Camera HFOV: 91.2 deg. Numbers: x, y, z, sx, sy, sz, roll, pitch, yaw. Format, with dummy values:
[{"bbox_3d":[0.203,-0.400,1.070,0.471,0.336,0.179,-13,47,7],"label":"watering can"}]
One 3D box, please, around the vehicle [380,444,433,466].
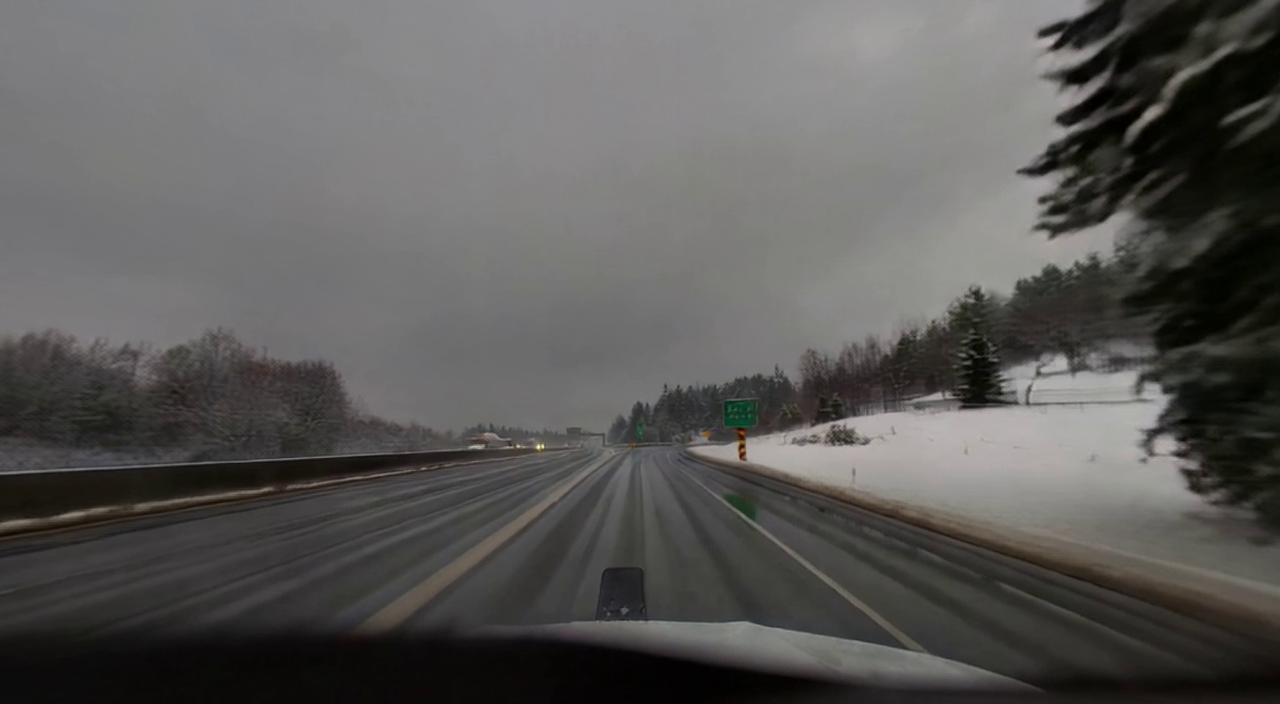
[{"bbox_3d":[-16.642,7.333,44.951,1.888,1.502,4.814,0,-8,0],"label":"vehicle"}]
